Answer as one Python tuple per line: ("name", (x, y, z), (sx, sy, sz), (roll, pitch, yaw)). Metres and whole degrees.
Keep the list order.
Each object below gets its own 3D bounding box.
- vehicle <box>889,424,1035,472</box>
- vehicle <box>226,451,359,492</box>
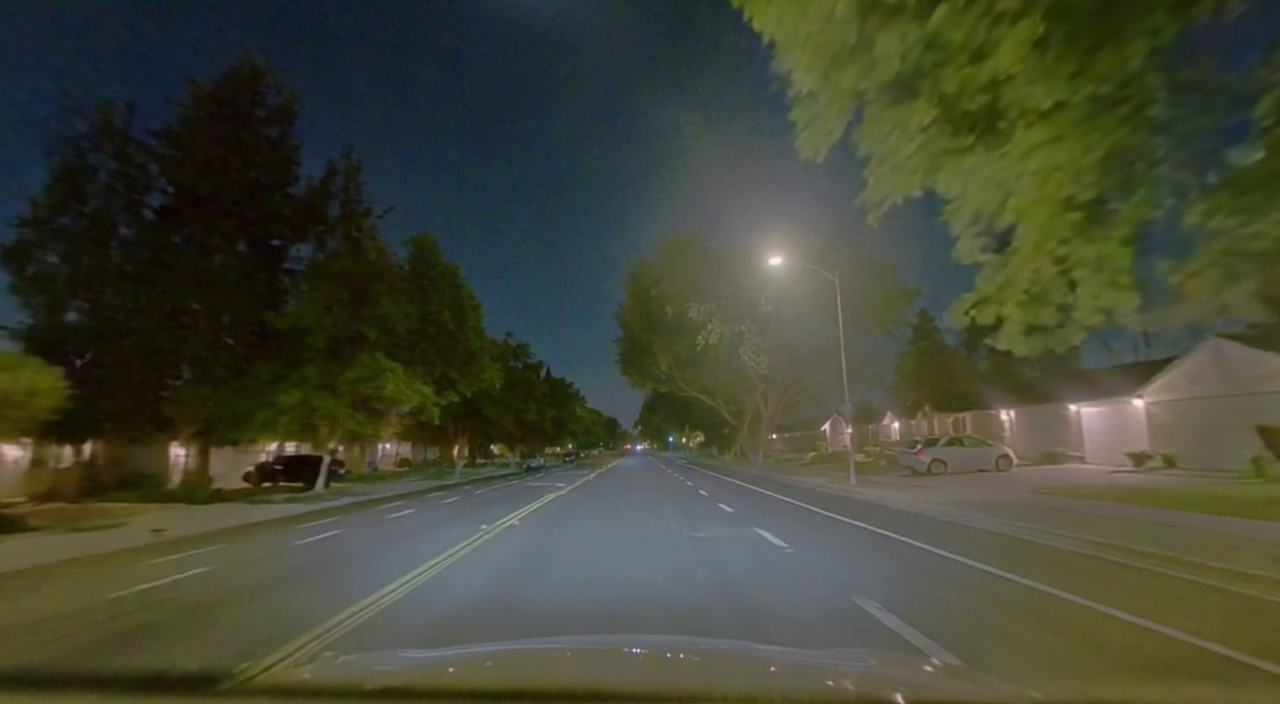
("vehicle", (11.976, 3.602, 23.721), (4.392, 1.685, 1.959), (0, -9, -4))
("vehicle", (-15.686, 5.393, 28.716), (4.859, 1.780, 2.031), (-1, -9, 2))
